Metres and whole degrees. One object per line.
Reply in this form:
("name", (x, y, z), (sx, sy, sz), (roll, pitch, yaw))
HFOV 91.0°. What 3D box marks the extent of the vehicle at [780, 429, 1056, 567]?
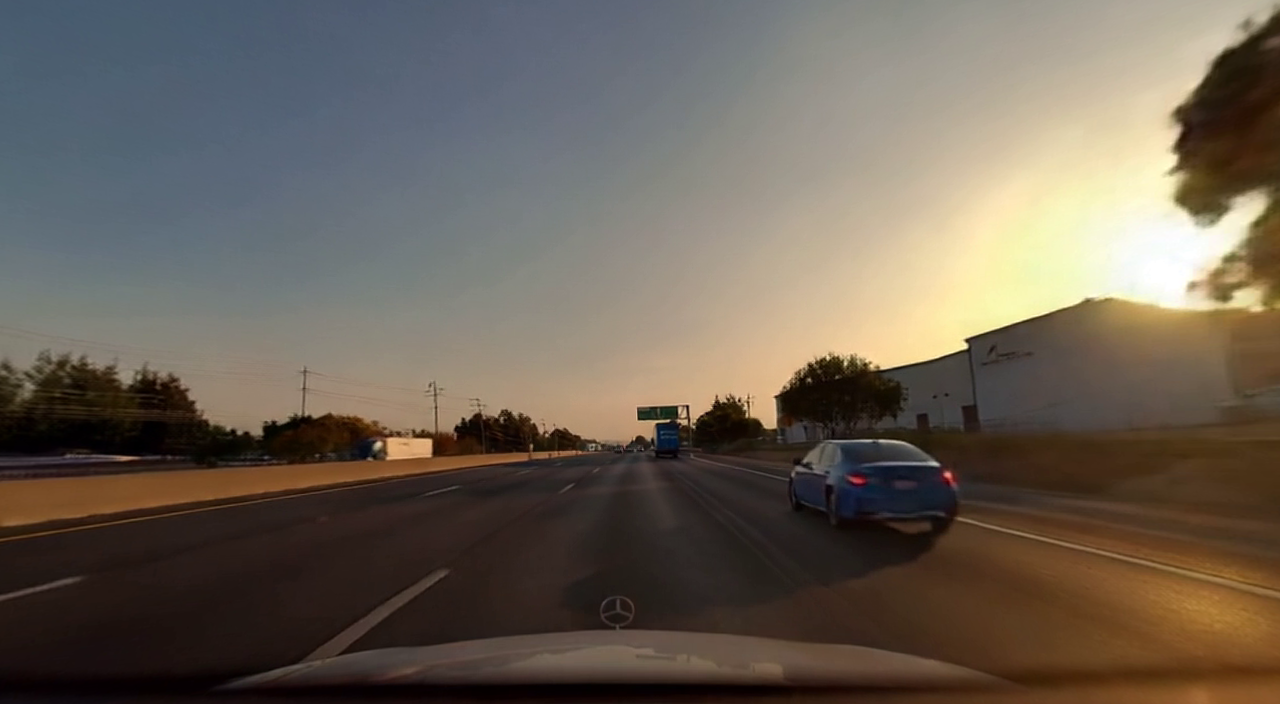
("vehicle", (3.507, 1.902, 8.944), (2.048, 1.482, 3.956), (0, -8, -1))
